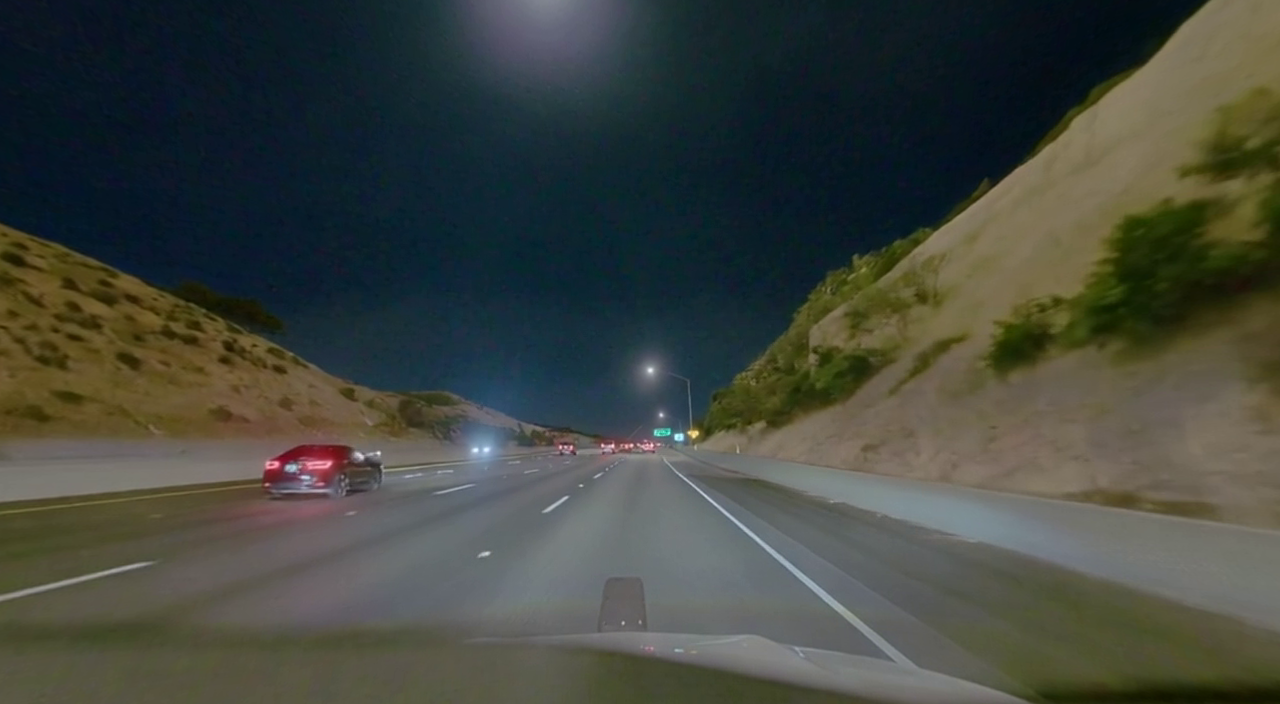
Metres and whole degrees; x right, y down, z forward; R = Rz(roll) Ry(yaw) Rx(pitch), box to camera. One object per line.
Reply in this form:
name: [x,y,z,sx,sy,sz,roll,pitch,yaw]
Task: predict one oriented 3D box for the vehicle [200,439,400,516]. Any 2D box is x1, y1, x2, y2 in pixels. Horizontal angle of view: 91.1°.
vehicle: [-7.449,2.768,14.436,1.949,1.465,4.563,0,-8,1]
